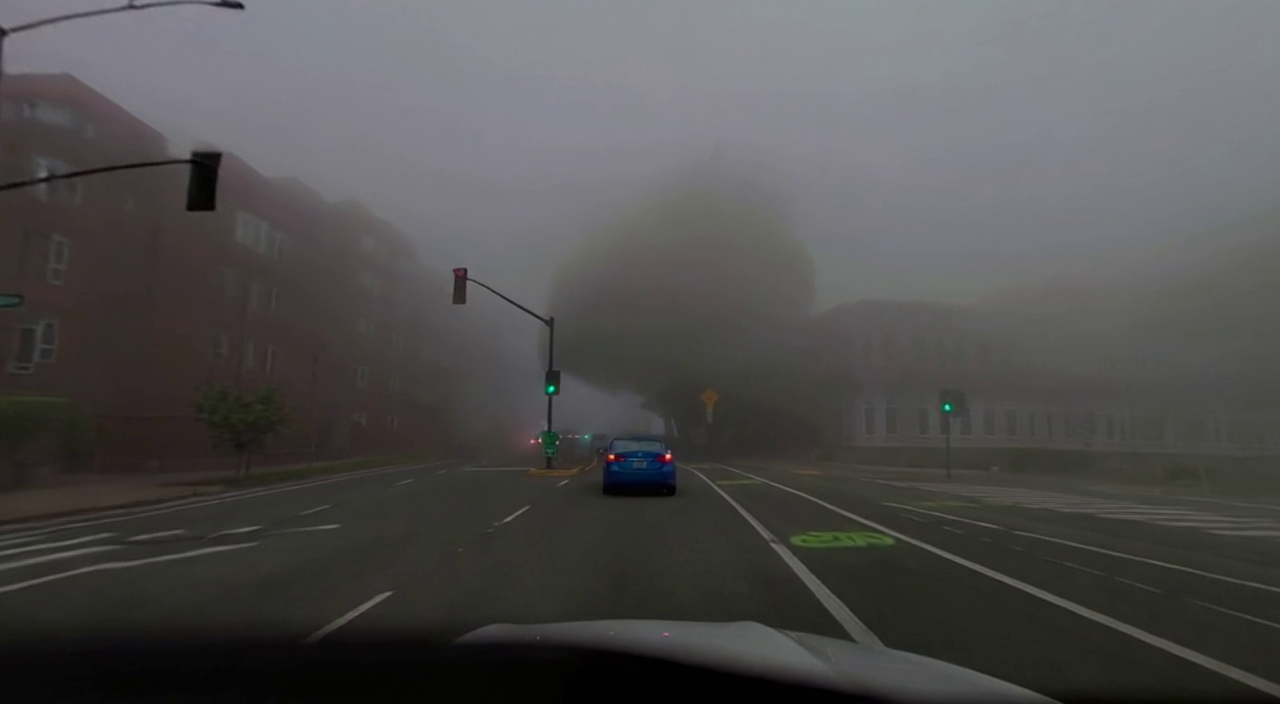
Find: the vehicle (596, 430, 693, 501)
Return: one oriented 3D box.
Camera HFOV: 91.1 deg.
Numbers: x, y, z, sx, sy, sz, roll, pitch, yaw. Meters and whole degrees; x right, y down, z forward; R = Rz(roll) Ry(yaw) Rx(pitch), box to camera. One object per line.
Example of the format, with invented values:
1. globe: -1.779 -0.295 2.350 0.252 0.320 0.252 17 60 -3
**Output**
1. vehicle: 0.023 2.541 14.679 1.950 1.401 4.159 0 -7 -2
